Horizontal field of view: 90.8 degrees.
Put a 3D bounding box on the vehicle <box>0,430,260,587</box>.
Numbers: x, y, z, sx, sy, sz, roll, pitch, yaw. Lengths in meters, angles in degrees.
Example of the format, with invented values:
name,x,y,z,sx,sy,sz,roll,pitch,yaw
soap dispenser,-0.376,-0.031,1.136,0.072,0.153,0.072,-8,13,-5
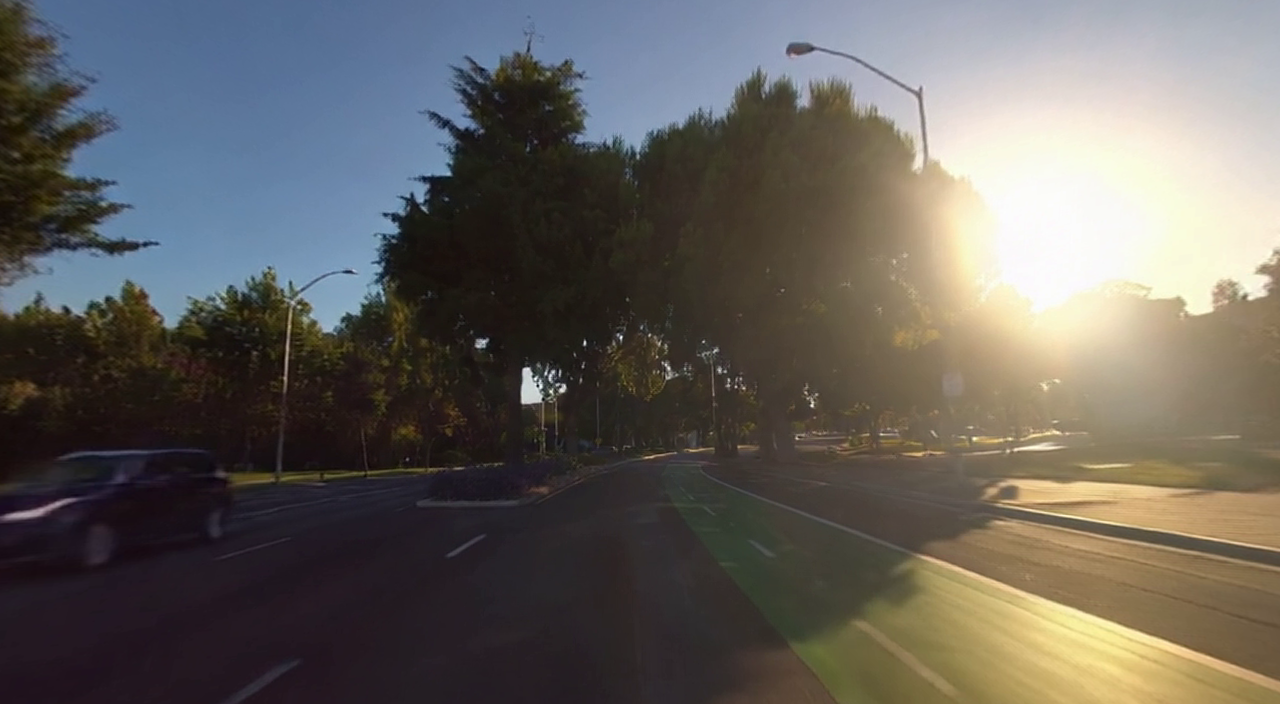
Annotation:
name,x,y,z,sx,sy,sz,roll,pitch,yaw
vehicle,-8.156,2.122,9.465,2.065,1.744,4.566,0,-9,0
